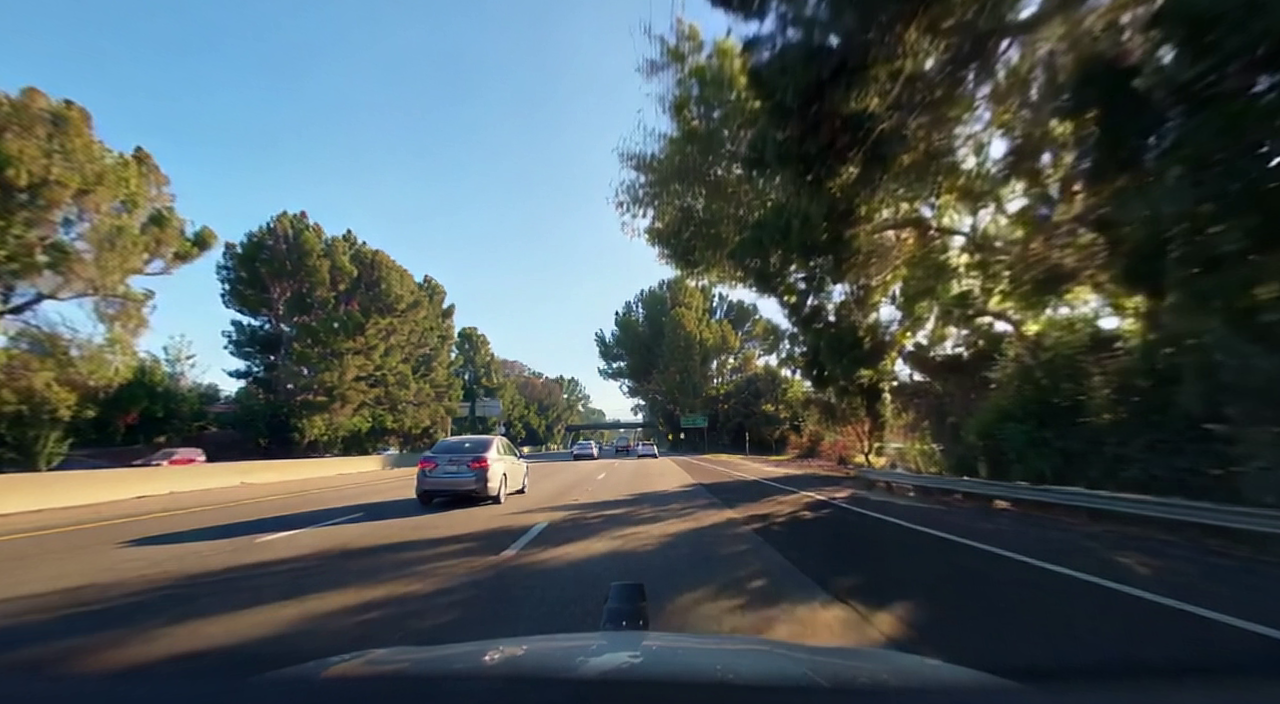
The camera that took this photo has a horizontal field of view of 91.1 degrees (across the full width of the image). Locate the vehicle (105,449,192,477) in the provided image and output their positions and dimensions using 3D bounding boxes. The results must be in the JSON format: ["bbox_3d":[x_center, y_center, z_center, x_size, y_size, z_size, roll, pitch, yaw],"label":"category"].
[{"bbox_3d":[-31.825,7.146,40.791,1.842,1.681,4.393,-1,-8,4],"label":"vehicle"}]

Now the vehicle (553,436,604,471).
[{"bbox_3d":[-3.026,5.117,31.874,2.056,1.679,4.204,0,-8,2],"label":"vehicle"}]

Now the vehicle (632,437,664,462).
[{"bbox_3d":[0.601,7.328,47.467,2.285,1.797,4.478,0,-8,0],"label":"vehicle"}]

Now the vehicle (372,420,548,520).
[{"bbox_3d":[-3.422,2.360,13.198,2.040,1.672,5.122,0,-8,2],"label":"vehicle"}]
